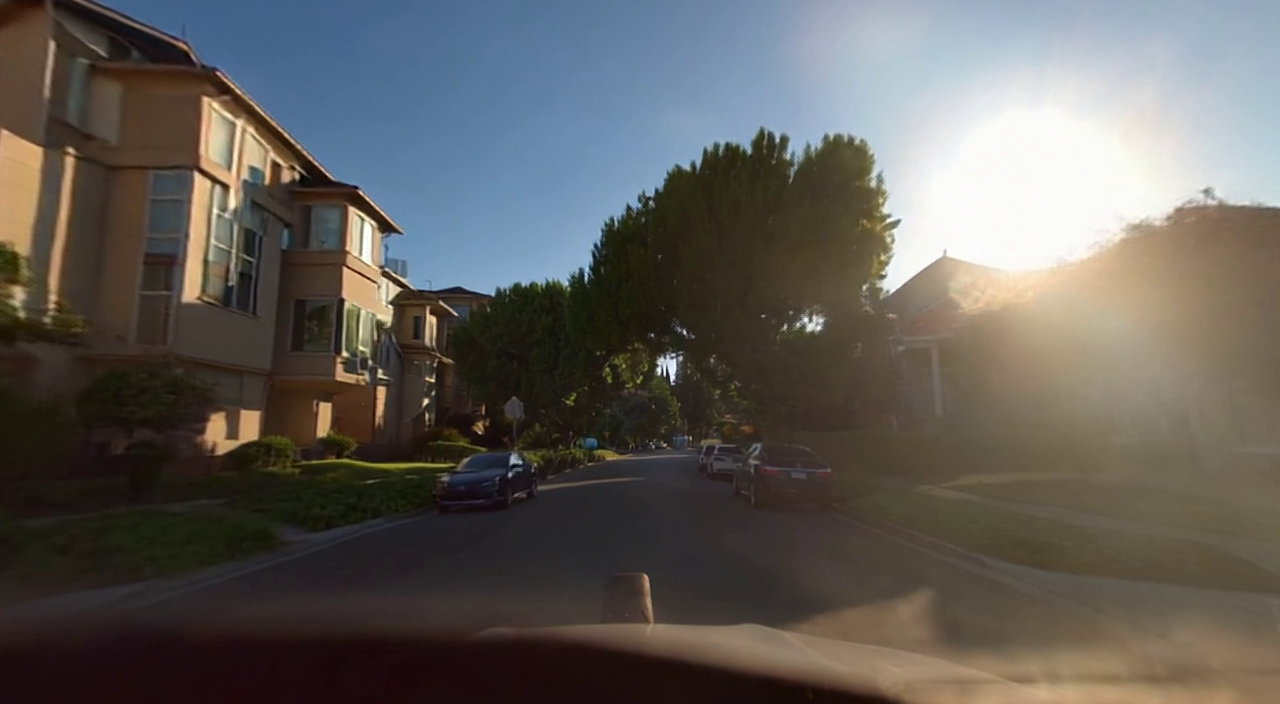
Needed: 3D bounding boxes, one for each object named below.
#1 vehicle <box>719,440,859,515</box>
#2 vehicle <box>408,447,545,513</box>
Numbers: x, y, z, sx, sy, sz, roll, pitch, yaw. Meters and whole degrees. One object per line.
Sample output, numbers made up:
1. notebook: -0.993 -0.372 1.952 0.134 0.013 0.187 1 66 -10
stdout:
1. vehicle: 3.244 2.846 15.011 2.000 1.456 5.251 0 -8 -1
2. vehicle: -3.756 3.006 15.319 1.995 1.330 4.080 -1 -8 4
